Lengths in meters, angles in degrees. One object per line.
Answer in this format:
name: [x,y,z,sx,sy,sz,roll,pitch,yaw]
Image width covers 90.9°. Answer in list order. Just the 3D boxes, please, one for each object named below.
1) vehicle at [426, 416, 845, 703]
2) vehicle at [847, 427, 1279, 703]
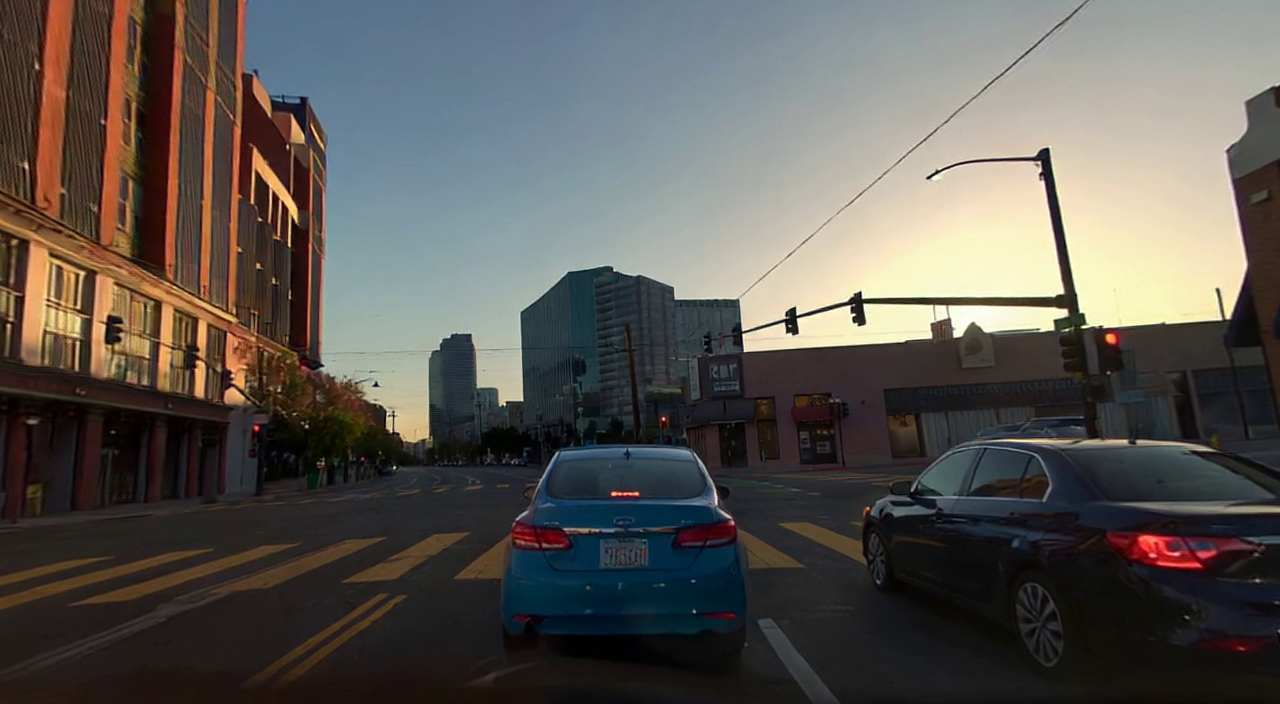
vehicle: [-0.064,1.373,5.266,2.094,1.481,4.078,0,-8,-1]
vehicle: [3.353,1.387,5.116,1.860,1.430,4.089,0,-8,-1]
